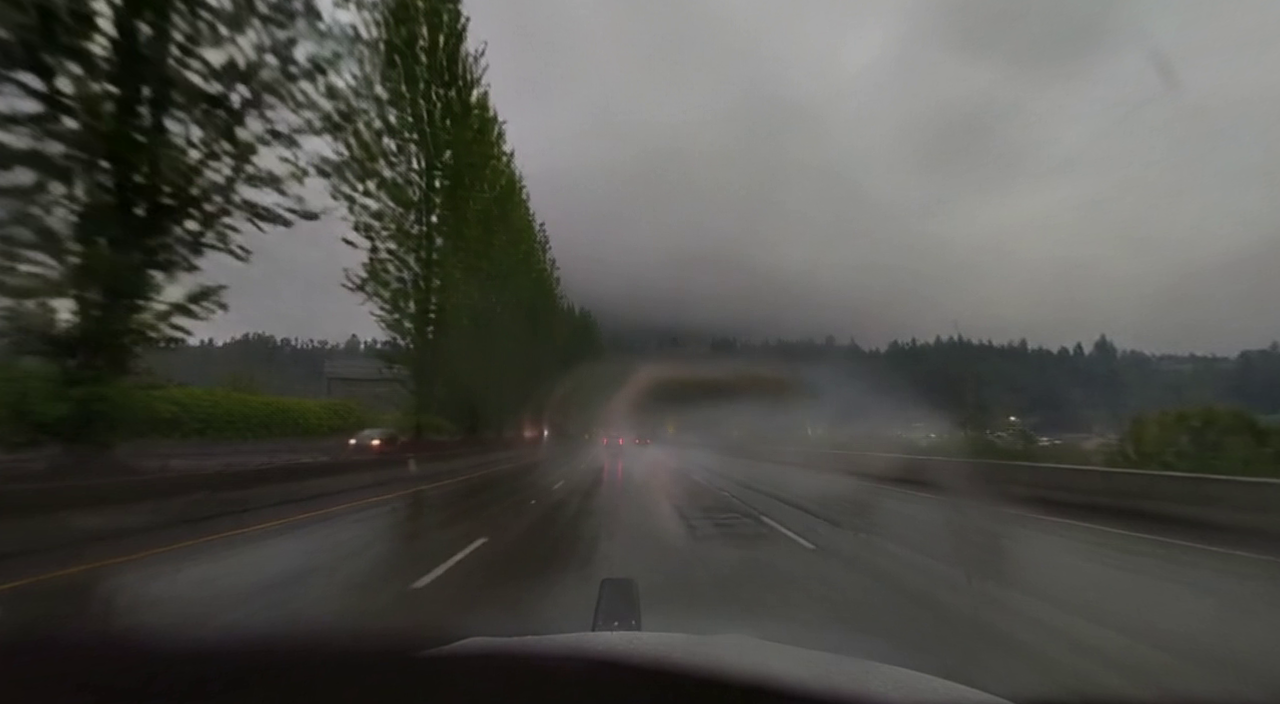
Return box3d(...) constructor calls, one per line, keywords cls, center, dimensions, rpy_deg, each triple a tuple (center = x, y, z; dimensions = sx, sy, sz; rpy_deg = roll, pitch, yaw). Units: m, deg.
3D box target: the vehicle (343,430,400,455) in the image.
box3d(cls="vehicle", center=(-17.226, 5.816, 40.652), dimensions=(1.866, 1.470, 4.435), rpy_deg=(0, -8, -2))
